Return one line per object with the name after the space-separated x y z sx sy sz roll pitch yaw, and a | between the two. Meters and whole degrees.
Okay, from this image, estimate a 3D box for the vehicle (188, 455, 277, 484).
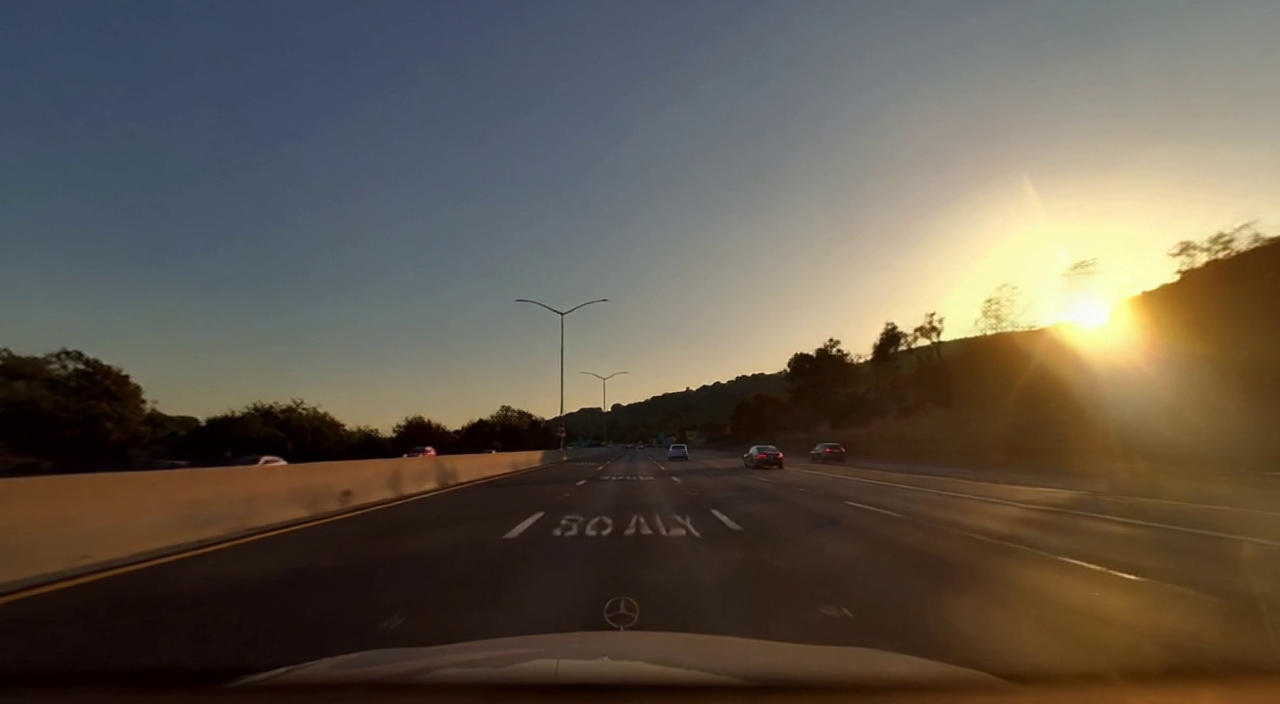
-21.648 6.244 33.784 1.940 1.415 4.270 0 -9 -1 | vehicle

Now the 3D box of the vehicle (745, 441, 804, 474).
6.686 5.293 31.822 2.038 1.528 3.910 0 -9 -1 | vehicle

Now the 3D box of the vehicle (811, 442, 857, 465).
14.545 7.623 47.651 2.025 1.595 4.268 0 -8 -1 | vehicle
